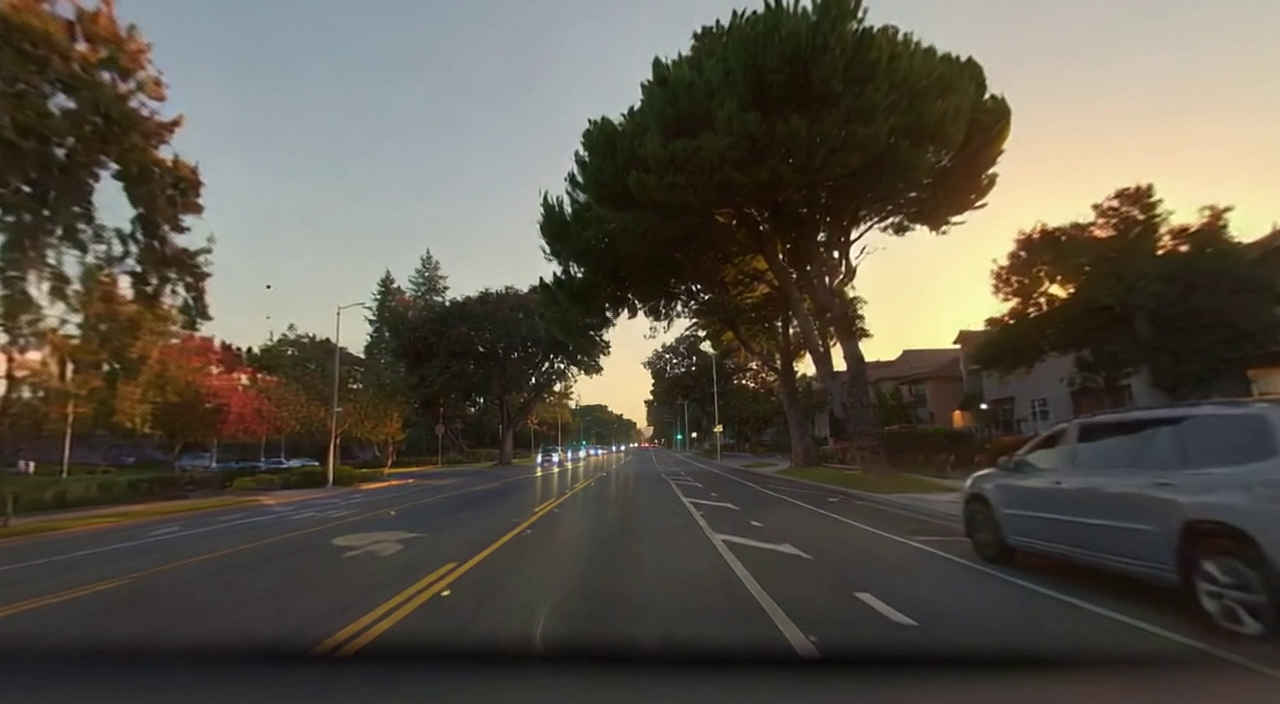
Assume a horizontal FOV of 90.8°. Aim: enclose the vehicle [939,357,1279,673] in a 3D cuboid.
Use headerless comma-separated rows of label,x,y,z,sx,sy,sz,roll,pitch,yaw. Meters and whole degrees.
vehicle,4.830,1.188,5.264,2.115,1.843,5.141,0,-8,0
